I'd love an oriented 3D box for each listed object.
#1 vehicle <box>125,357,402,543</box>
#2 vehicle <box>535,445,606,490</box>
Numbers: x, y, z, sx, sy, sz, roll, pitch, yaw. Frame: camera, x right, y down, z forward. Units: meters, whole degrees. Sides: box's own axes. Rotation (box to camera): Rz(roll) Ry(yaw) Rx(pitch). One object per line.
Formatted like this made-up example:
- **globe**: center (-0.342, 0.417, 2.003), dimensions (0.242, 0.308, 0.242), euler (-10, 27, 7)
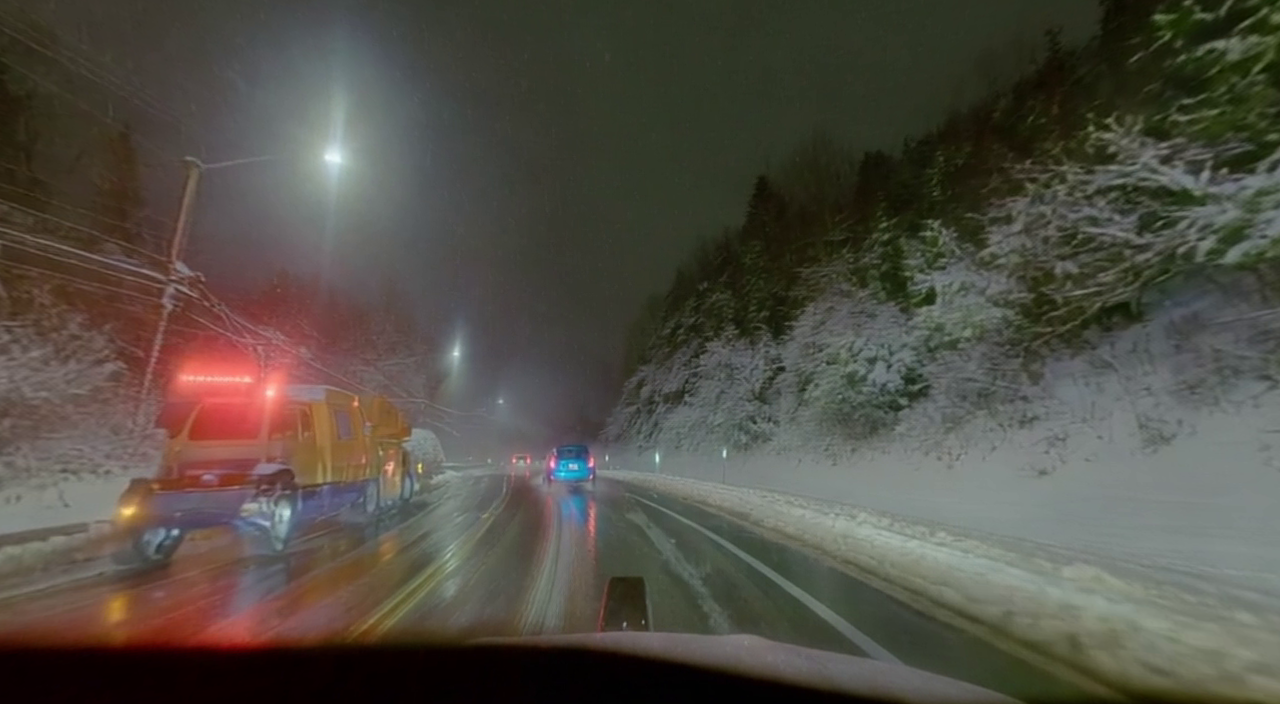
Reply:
- **vehicle**: center (-6.060, 1.661, 10.965), dimensions (2.257, 2.597, 4.069), euler (0, -9, -2)
- **vehicle**: center (-2.692, 4.223, 23.459), dimensions (2.259, 1.503, 4.075), euler (2, -9, -11)
